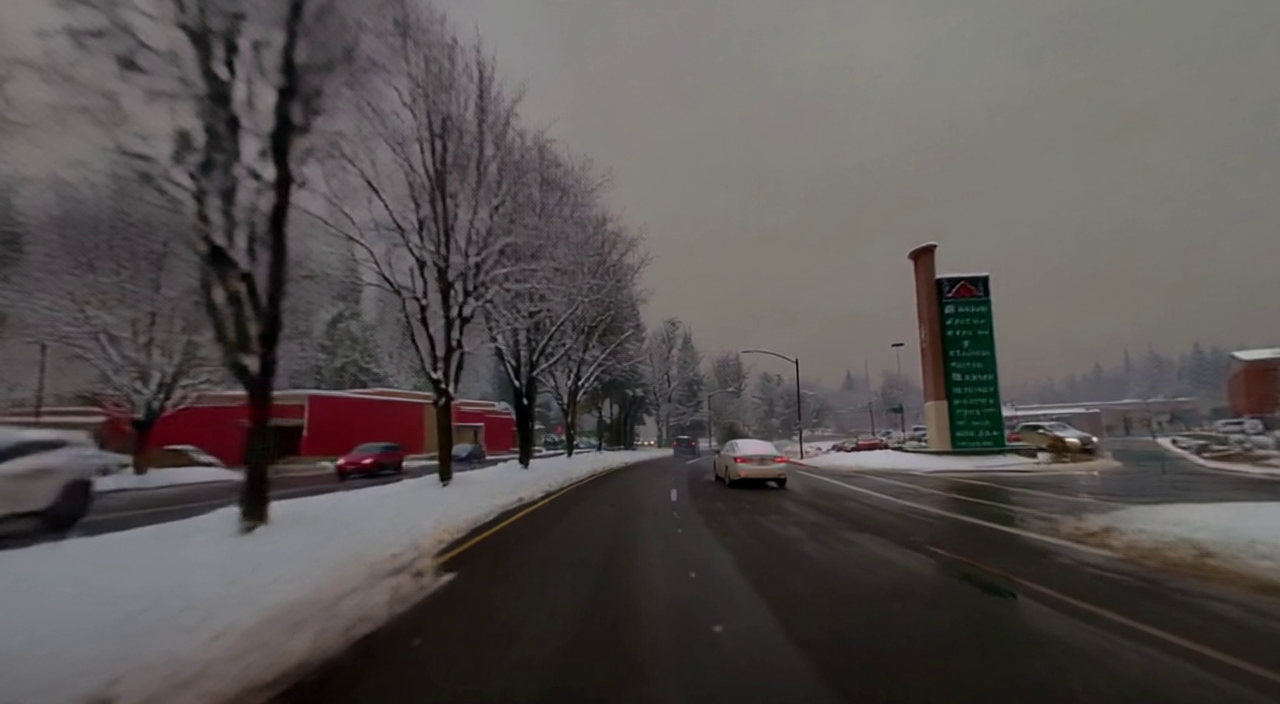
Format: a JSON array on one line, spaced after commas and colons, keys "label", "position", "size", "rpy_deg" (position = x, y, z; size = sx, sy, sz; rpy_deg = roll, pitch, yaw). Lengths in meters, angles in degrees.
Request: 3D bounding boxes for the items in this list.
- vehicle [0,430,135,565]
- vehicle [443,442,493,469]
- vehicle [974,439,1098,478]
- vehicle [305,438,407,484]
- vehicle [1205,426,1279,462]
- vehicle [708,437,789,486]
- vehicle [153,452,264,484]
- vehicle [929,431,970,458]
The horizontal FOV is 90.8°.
[{"label": "vehicle", "position": [-9.119, 1.824, 7.832], "size": [2.045, 1.689, 4.545], "rpy_deg": [0, -8, -2]}, {"label": "vehicle", "position": [-11.591, 6.982, 42.856], "size": [1.778, 1.647, 4.072], "rpy_deg": [-2, -8, 9]}, {"label": "vehicle", "position": [17.885, 4.855, 28.794], "size": [4.512, 1.561, 1.846], "rpy_deg": [-7, -11, 29]}, {"label": "vehicle", "position": [-11.747, 4.524, 26.524], "size": [1.951, 1.731, 4.440], "rpy_deg": [-1, -9, 4]}, {"label": "vehicle", "position": [31.411, 4.551, 31.244], "size": [4.622, 1.719, 1.950], "rpy_deg": [-4, -9, 25]}, {"label": "vehicle", "position": [3.641, 3.767, 22.100], "size": [2.132, 1.497, 4.827], "rpy_deg": [-1, -8, 2]}, {"label": "vehicle", "position": [-22.016, 5.920, 32.328], "size": [4.389, 1.518, 1.930], "rpy_deg": [-1, -9, 6]}, {"label": "vehicle", "position": [22.567, 6.779, 46.165], "size": [2.406, 1.847, 5.320], "rpy_deg": [-4, -9, 25]}]
